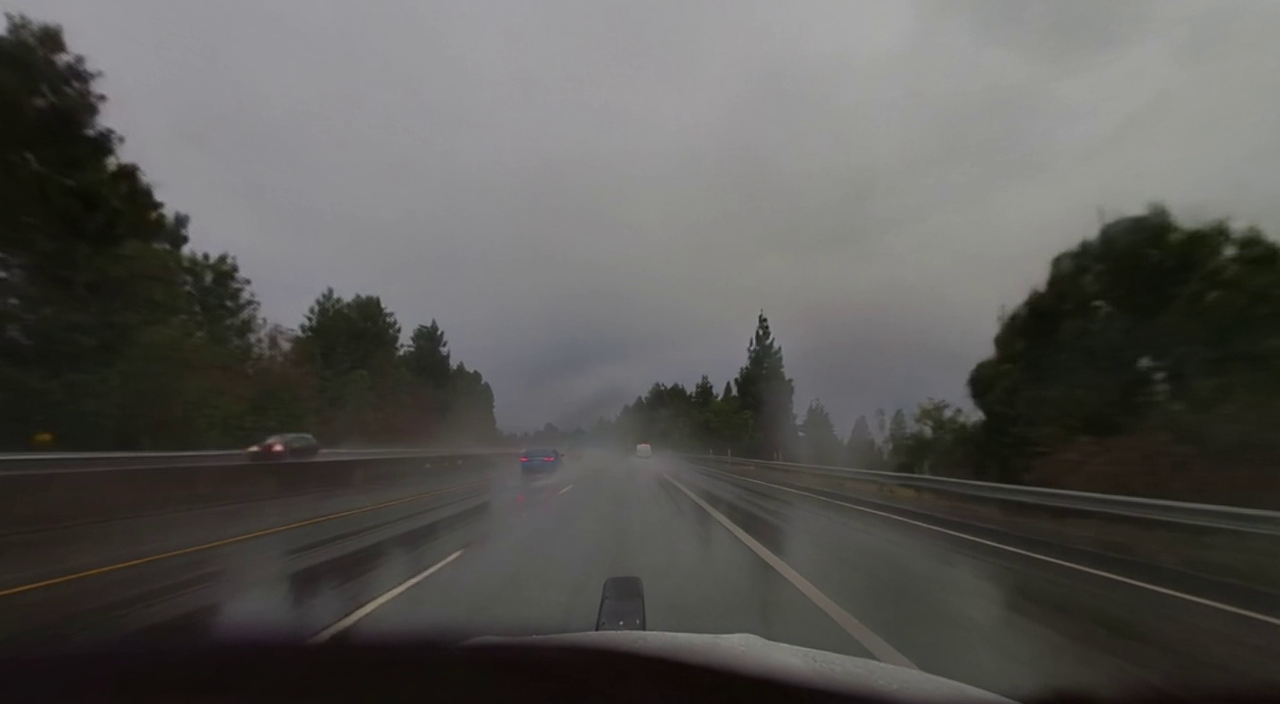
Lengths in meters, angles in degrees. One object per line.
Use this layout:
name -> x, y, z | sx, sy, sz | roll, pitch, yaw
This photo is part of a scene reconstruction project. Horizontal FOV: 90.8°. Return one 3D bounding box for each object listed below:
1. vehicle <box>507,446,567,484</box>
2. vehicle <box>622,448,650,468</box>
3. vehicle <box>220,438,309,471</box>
vehicle -> -4.464, 4.962, 28.085 | 1.957, 1.499, 4.965 | 0, -9, -1
vehicle -> -0.325, 7.989, 47.733 | 2.031, 1.483, 3.417 | 0, -9, -2
vehicle -> -18.248, 5.005, 30.877 | 1.836, 1.491, 4.176 | 0, -9, -1
